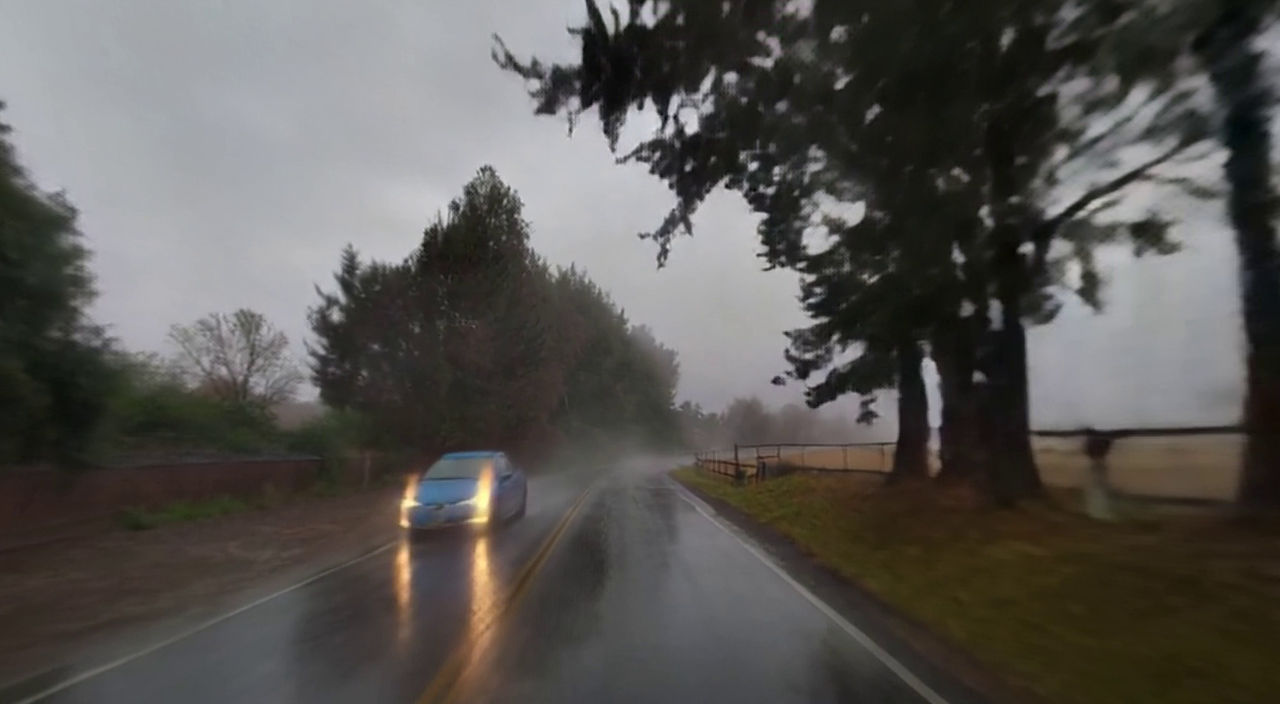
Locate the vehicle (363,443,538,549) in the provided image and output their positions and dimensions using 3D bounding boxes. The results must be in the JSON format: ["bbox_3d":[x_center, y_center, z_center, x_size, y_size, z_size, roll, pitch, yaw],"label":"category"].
[{"bbox_3d":[-3.087,2.398,11.171,1.987,1.521,3.649,0,-9,-1],"label":"vehicle"}]
